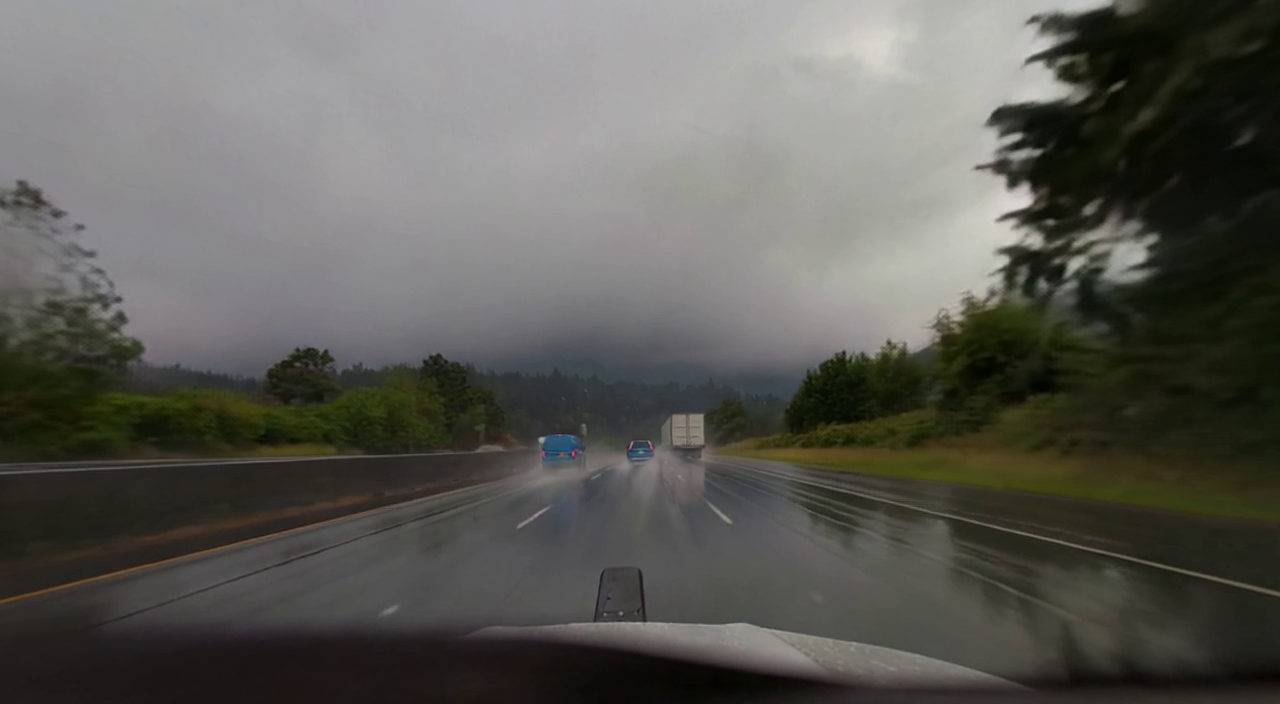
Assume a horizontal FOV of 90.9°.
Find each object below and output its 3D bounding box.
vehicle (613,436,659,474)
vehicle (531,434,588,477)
[{"bbox_3d":[-0.202,5.375,32.880,2.209,1.825,4.036,-1,-9,0],"label":"vehicle"},{"bbox_3d":[-4.009,5.262,32.247,2.167,1.991,5.062,-1,-9,1],"label":"vehicle"}]
